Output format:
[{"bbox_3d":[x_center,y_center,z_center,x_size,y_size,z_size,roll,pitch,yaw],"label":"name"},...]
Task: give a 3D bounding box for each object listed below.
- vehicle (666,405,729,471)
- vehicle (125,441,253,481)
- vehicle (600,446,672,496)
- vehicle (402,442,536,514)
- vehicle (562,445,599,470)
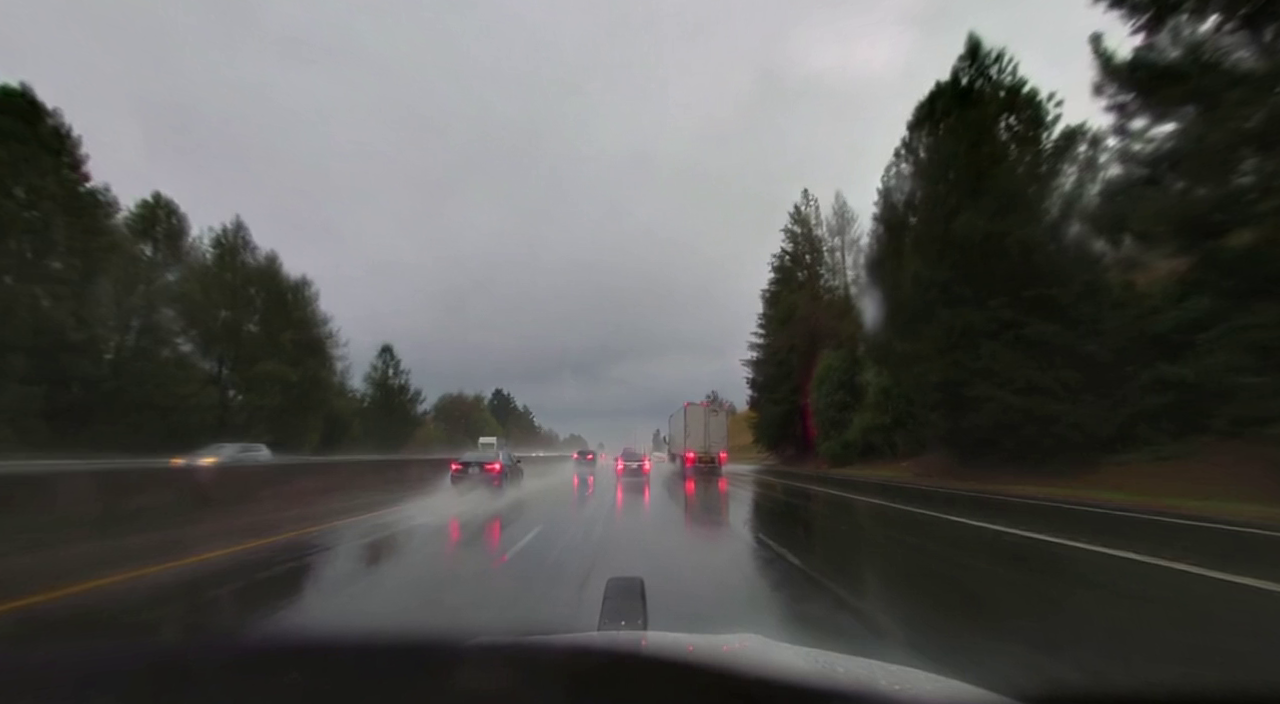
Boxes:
[{"bbox_3d":[3.858,6.465,46.535,2.905,4.109,14.332,0,-9,-2],"label":"vehicle"},{"bbox_3d":[-18.562,4.498,26.272,1.923,1.500,4.769,0,-9,-2],"label":"vehicle"},{"bbox_3d":[-0.155,3.695,19.899,2.023,1.400,4.028,0,-9,-1],"label":"vehicle"},{"bbox_3d":[-3.889,2.949,15.224,2.017,1.460,4.382,0,-9,0],"label":"vehicle"},{"bbox_3d":[-4.137,7.452,44.639,2.232,1.688,4.844,0,-9,-1],"label":"vehicle"}]
